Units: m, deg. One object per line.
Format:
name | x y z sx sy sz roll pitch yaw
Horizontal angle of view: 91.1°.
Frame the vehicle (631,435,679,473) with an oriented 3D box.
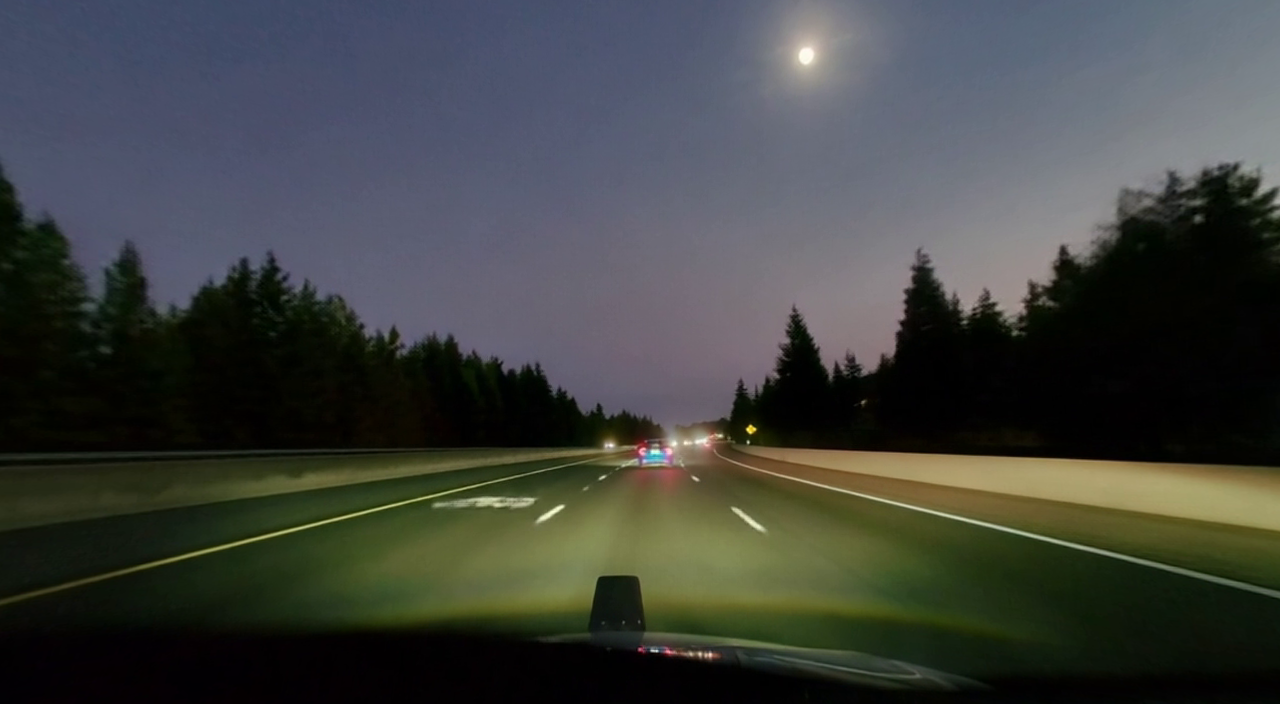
vehicle | 0.733 4.854 30.093 2.133 1.686 4.203 -1 -8 2
